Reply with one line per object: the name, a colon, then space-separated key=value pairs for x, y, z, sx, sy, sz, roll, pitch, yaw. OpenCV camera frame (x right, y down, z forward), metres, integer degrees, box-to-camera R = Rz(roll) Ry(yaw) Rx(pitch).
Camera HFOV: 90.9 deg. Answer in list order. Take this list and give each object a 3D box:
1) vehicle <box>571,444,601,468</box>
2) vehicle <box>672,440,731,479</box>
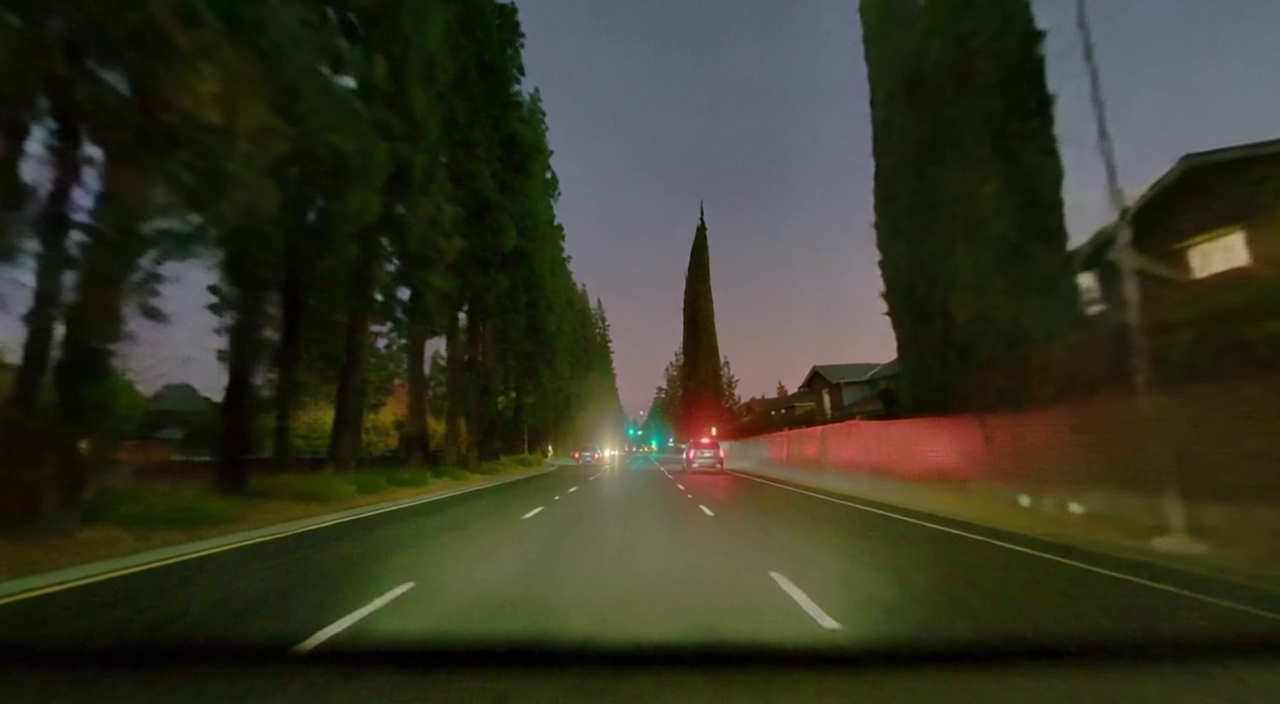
vehicle: x=-4.224 y=8.132 z=49.655 sx=2.002 sy=1.747 sz=4.728 roll=0 pitch=-8 yaw=-1
vehicle: x=2.884 y=5.165 z=30.604 sx=2.321 sy=1.695 sz=5.037 roll=0 pitch=-8 yaw=0
